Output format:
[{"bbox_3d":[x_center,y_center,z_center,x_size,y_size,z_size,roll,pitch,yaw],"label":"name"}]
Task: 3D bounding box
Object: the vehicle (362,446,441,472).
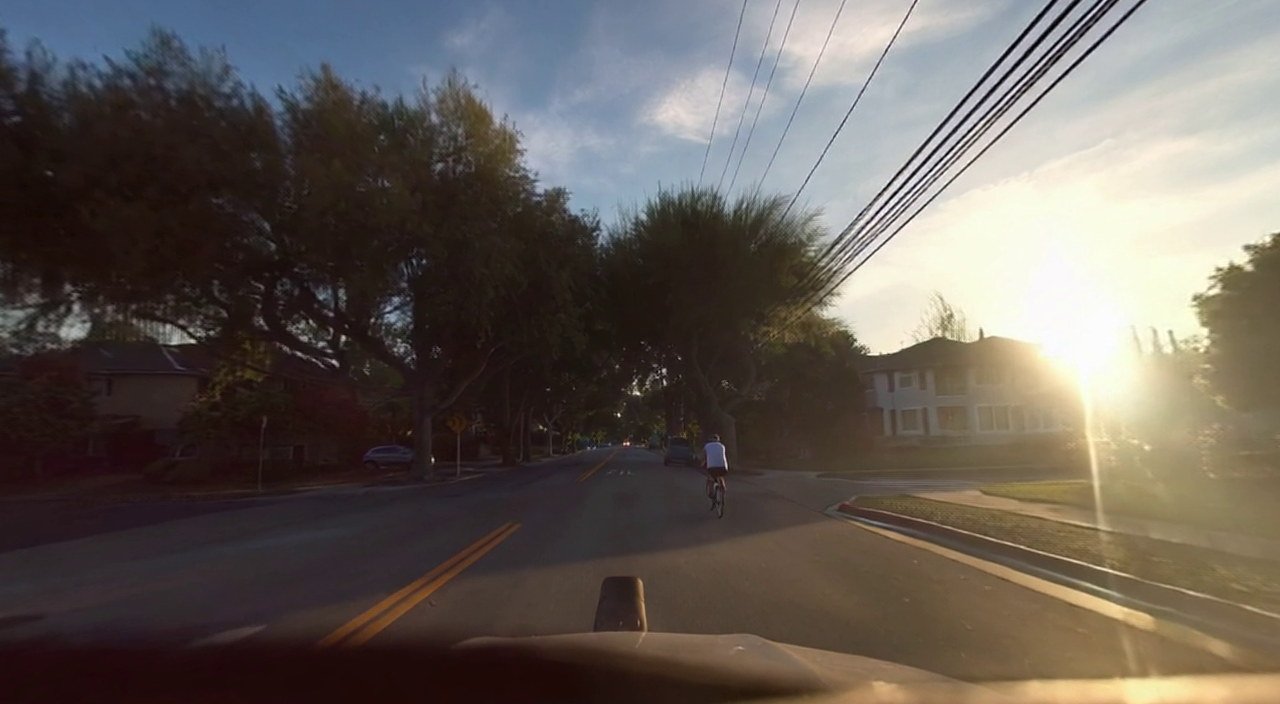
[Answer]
[{"bbox_3d":[-14.607,6.547,38.830,4.143,1.480,1.755,0,-8,-2],"label":"vehicle"}]
